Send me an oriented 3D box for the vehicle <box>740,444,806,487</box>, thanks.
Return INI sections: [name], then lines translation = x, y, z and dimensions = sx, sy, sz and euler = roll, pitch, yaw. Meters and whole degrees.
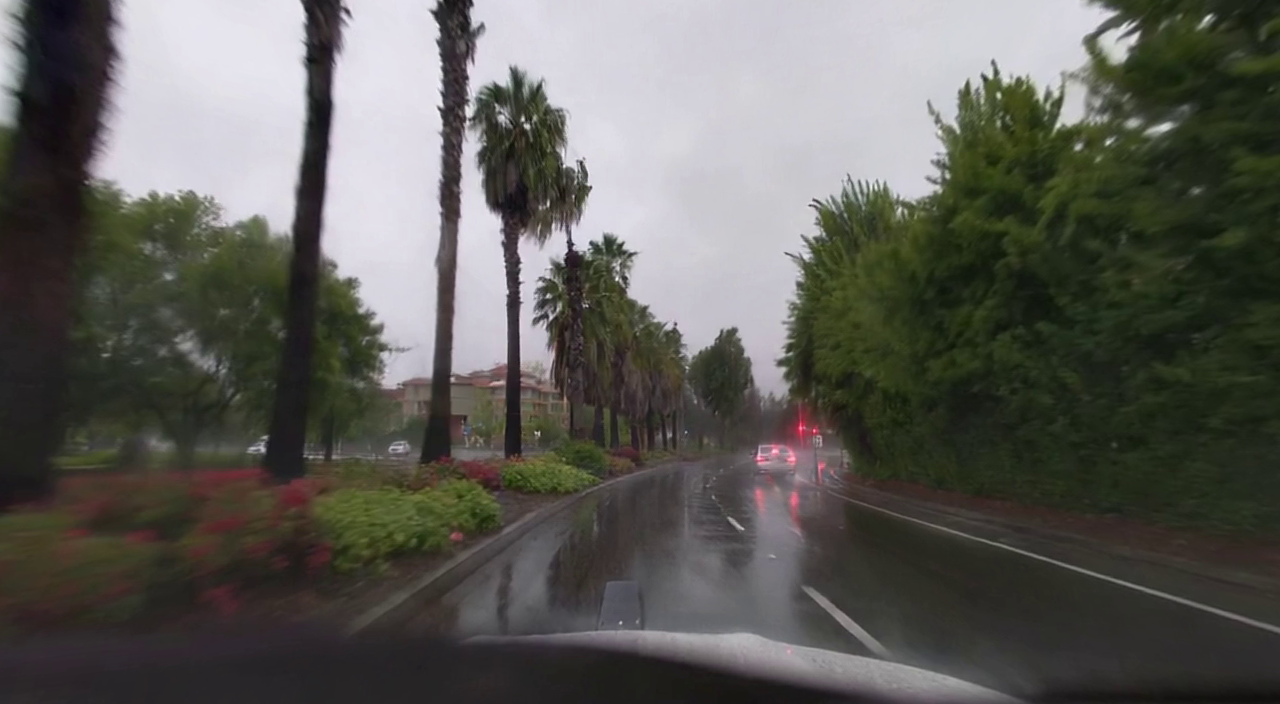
[vehicle]
translation = 4.999, 4.306, 24.299
dimensions = 1.993, 1.483, 3.821
euler = -1, -9, 5
